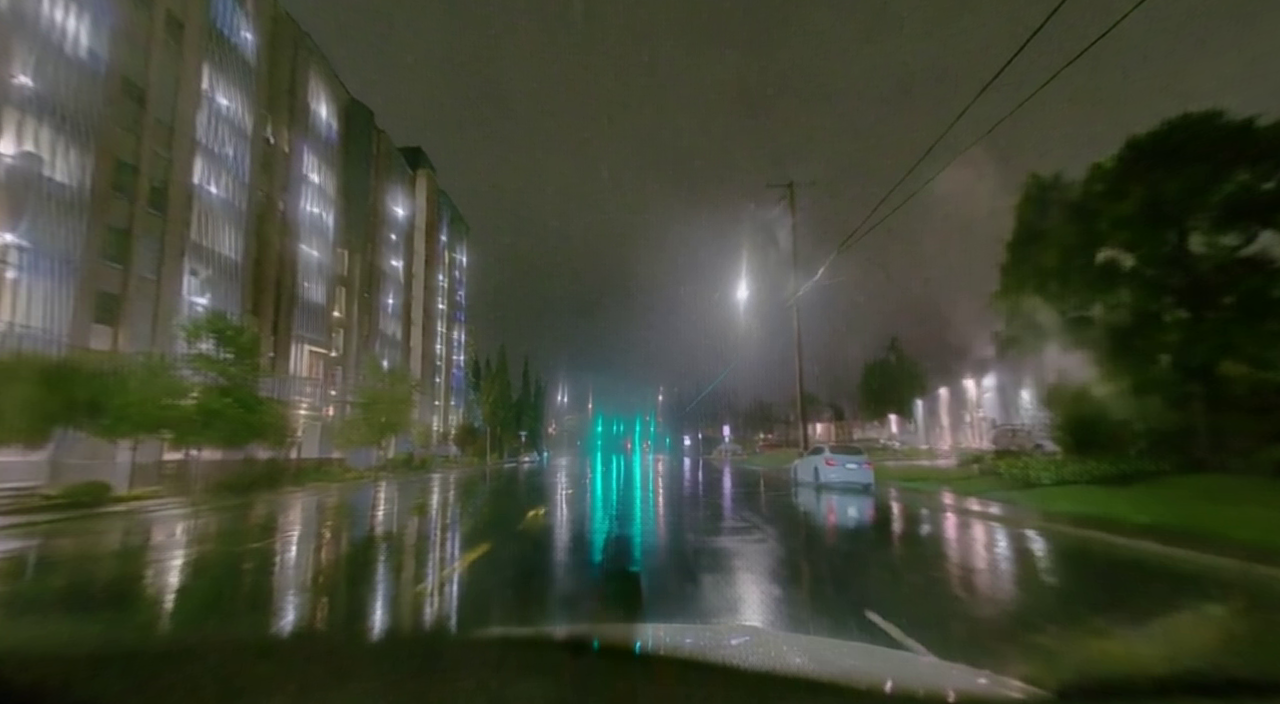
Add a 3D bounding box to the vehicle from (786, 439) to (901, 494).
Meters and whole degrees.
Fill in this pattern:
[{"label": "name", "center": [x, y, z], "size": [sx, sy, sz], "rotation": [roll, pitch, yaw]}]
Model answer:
[{"label": "vehicle", "center": [6.308, 3.596, 20.247], "size": [1.948, 1.526, 4.518], "rotation": [0, -9, -3]}]
